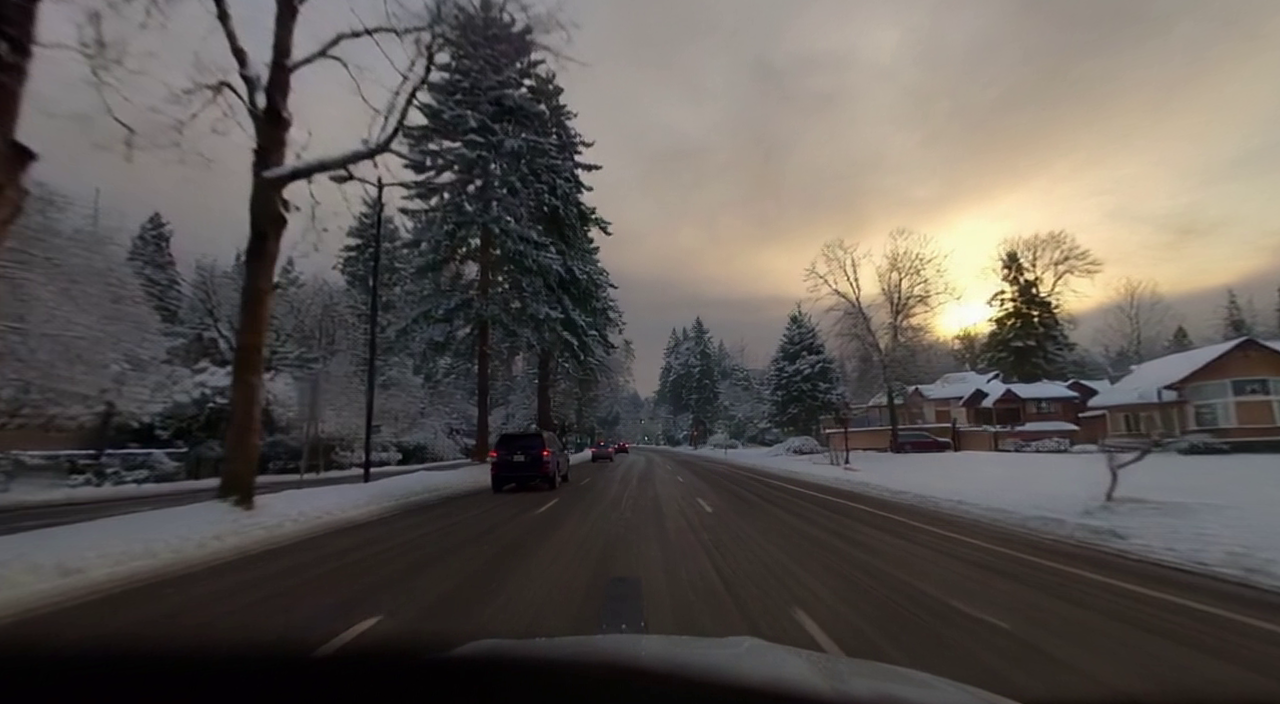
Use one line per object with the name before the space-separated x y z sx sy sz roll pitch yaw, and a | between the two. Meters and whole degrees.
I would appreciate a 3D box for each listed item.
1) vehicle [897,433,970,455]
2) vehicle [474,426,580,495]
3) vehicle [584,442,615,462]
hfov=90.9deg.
vehicle | 21.053 6.626 45.364 4.288 1.450 1.892 -1 -9 2
vehicle | -2.999 3.023 17.842 2.058 1.671 4.704 0 -9 1
vehicle | -3.039 7.660 48.435 2.021 1.466 4.330 0 -9 1
